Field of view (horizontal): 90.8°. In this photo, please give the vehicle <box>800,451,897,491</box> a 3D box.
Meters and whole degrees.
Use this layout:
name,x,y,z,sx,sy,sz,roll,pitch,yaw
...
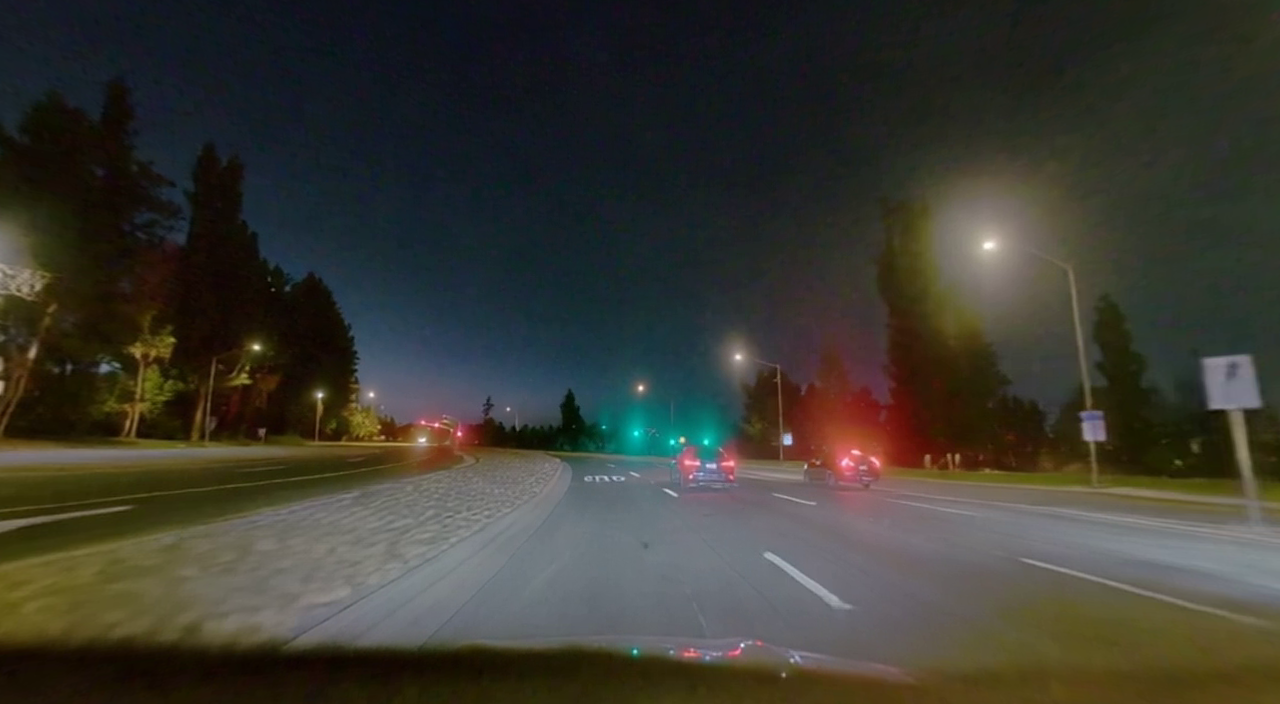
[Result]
name,x,y,z,sx,sy,sz,roll,pitch,yaw
vehicle,8.491,4.862,26.282,1.940,1.460,4.652,1,-9,-8

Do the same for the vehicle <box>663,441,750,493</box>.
name,x,y,z,sx,sy,sz,roll,pitch,yaw
vehicle,2.244,4.043,22.714,2.122,1.646,4.525,1,-9,-7
